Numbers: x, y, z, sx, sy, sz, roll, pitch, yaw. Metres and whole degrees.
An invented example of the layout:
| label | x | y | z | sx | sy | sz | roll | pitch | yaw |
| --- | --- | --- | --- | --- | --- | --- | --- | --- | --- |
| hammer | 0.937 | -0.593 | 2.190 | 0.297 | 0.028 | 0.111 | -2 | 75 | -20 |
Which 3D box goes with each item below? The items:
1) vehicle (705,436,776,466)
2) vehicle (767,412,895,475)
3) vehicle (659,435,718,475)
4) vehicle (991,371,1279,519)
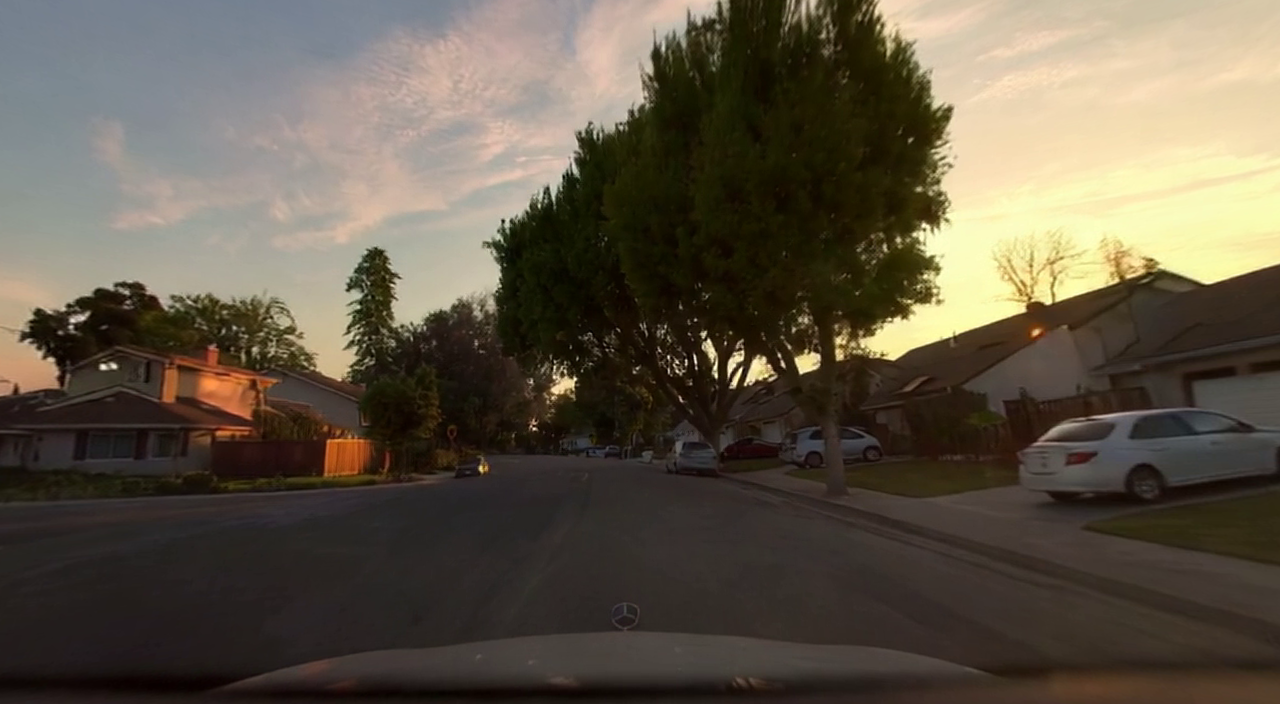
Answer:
| label | x | y | z | sx | sy | sz | roll | pitch | yaw |
| --- | --- | --- | --- | --- | --- | --- | --- | --- | --- |
| vehicle | 7.195 | 7.121 | 45.755 | 4.666 | 1.655 | 2.169 | -6 | -8 | 1 |
| vehicle | 8.419 | 4.079 | 28.225 | 4.801 | 2.139 | 2.164 | -6 | -7 | -3 |
| vehicle | 2.490 | 5.474 | 33.742 | 2.214 | 1.962 | 4.733 | 1 | -9 | -7 |
| vehicle | 9.409 | 1.504 | 11.080 | 5.072 | 1.909 | 2.237 | -6 | -7 | -5 |
